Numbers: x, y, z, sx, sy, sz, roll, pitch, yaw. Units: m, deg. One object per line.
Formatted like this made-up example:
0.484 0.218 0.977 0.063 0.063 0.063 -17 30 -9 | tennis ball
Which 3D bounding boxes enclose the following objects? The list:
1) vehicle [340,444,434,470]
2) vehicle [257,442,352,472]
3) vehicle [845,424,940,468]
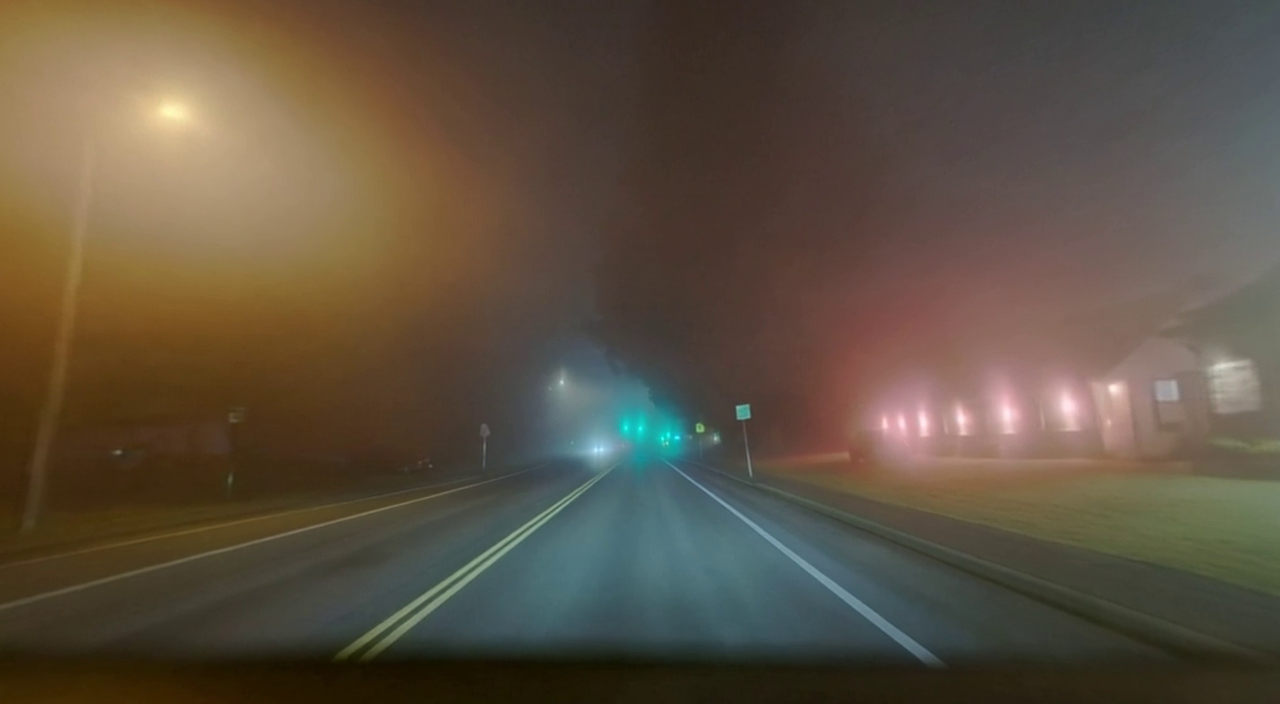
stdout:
-15.154 6.309 37.958 4.787 1.474 1.967 -1 -8 3 | vehicle
-18.980 5.970 35.801 4.233 1.623 1.943 0 -8 1 | vehicle
9.822 3.731 24.968 1.805 1.571 4.467 0 -8 -2 | vehicle
